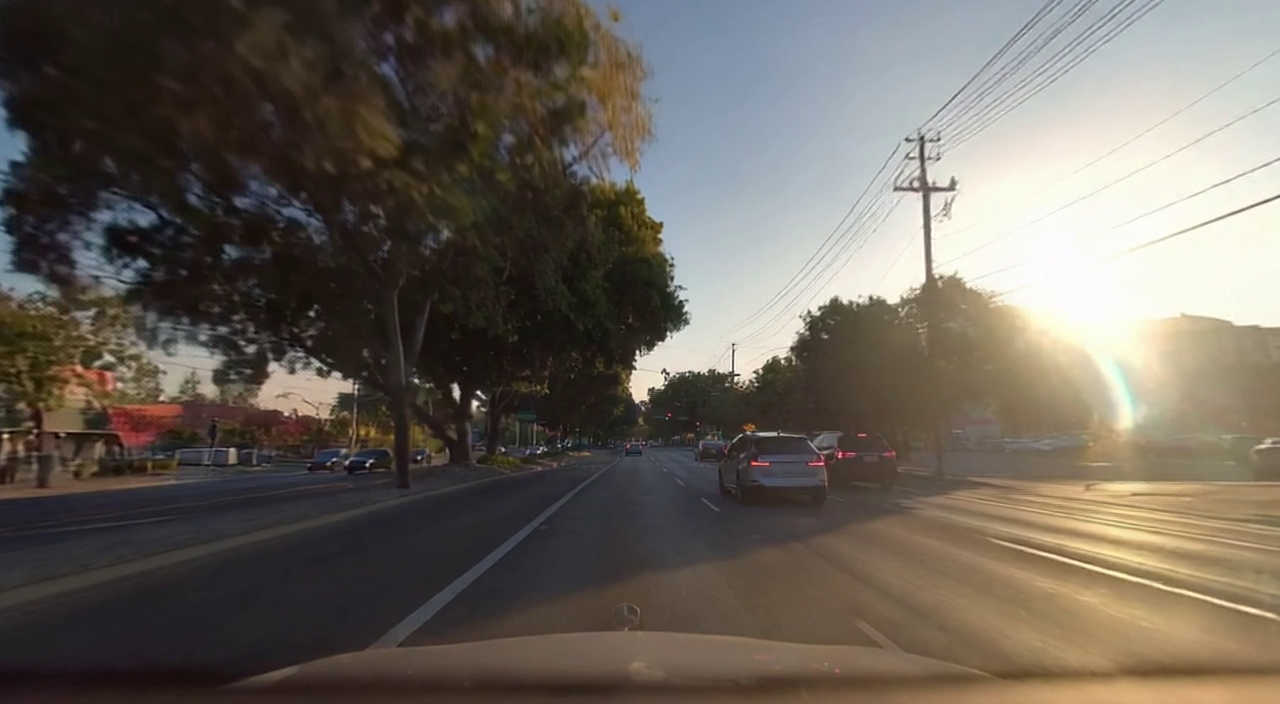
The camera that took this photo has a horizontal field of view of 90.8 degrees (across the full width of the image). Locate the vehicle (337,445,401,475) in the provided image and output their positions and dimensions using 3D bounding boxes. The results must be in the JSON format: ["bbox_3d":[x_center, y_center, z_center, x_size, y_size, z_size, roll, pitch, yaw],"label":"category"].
[{"bbox_3d":[-16.479,6.565,38.690,1.933,1.677,4.400,0,-8,1],"label":"vehicle"}]

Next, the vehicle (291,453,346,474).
[{"bbox_3d":[-24.297,8.400,47.865,1.828,1.470,4.512,0,-8,0],"label":"vehicle"}]

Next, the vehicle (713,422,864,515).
[{"bbox_3d":[2.987,2.469,13.823,2.128,1.699,4.222,0,-8,-2],"label":"vehicle"}]
